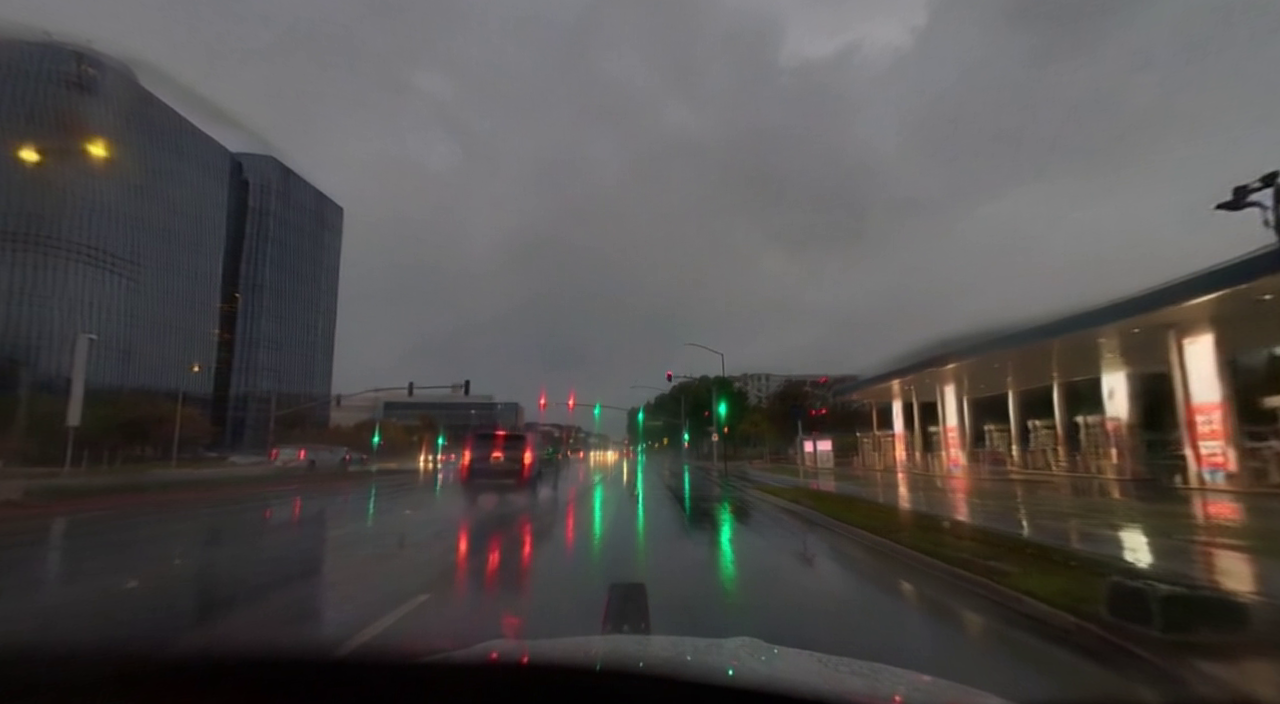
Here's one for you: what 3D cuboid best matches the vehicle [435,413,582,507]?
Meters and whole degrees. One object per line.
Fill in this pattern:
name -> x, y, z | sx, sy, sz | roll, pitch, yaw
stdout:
vehicle -> -3.275, 2.916, 17.522 | 2.602, 2.091, 6.347 | 0, -8, 1

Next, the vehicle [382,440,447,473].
vehicle -> -11.933, 5.555, 33.663 | 1.875, 1.624, 4.151 | 0, -8, 1

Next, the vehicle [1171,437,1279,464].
vehicle -> 43.528, 7.304, 46.883 | 5.651, 1.907, 2.097 | -3, -9, 17

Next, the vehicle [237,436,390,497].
vehicle -> -9.365, 3.300, 18.638 | 1.965, 1.541, 4.718 | 0, -8, 1
